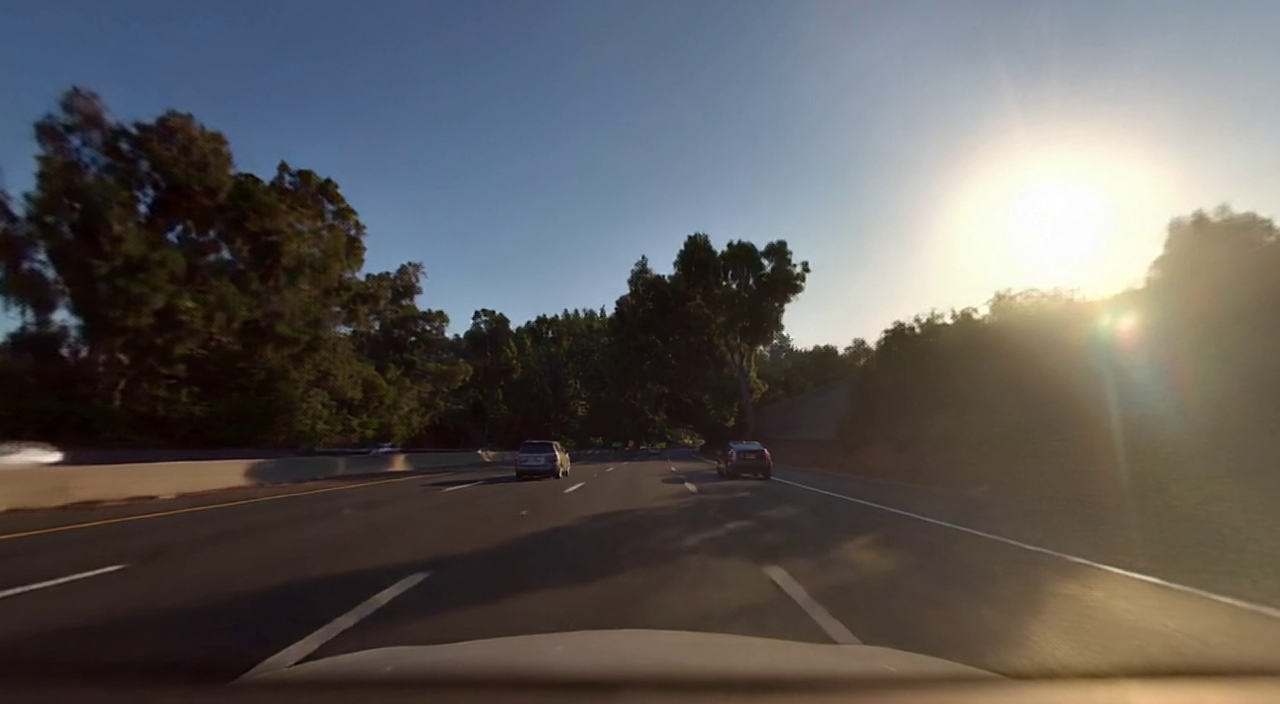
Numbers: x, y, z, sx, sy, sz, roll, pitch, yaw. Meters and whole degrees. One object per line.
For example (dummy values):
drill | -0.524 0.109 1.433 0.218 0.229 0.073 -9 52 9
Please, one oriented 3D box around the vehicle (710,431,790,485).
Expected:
vehicle | 3.930 3.874 23.291 2.149 1.796 4.487 0 -8 0

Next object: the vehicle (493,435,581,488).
vehicle | -3.376 3.705 21.594 2.166 1.608 4.297 0 -8 2
